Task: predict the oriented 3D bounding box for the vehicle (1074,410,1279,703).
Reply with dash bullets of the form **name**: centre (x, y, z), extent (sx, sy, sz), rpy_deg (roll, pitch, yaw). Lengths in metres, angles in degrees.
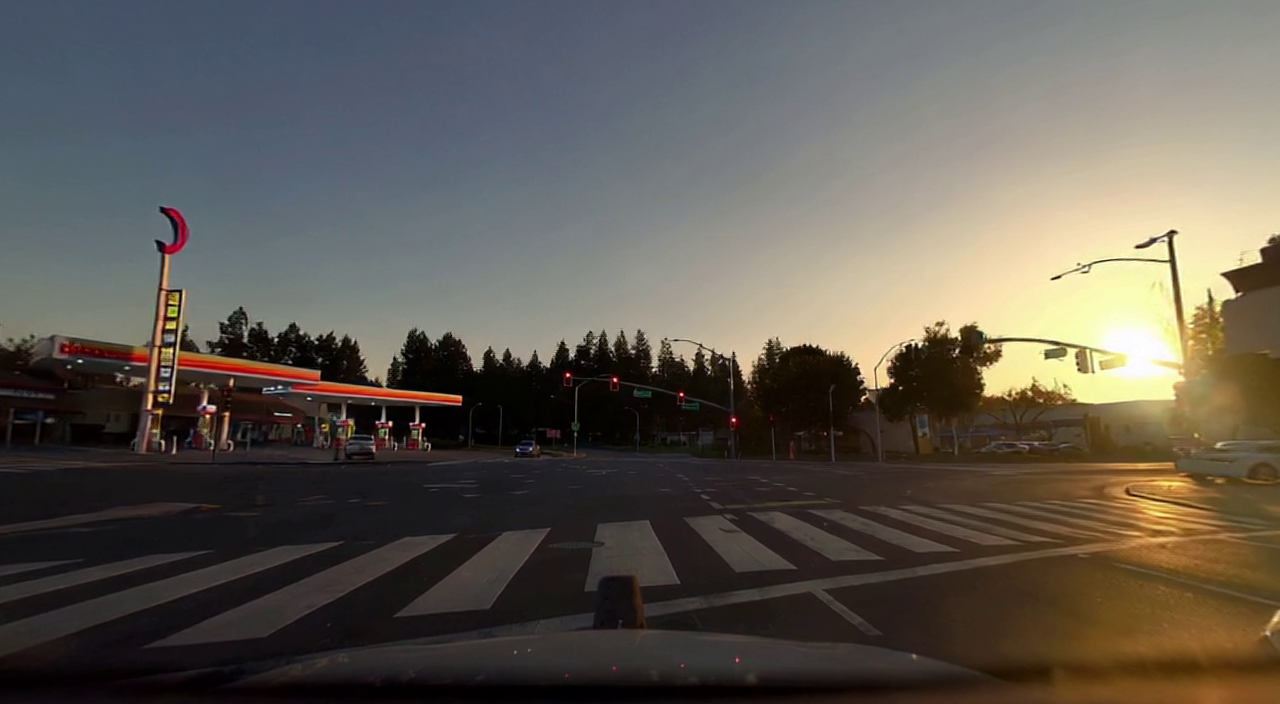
- **vehicle**: centre (3.318, 0.749, 1.038), extent (2.023, 1.437, 4.477), rpy_deg (0, -8, 0)
